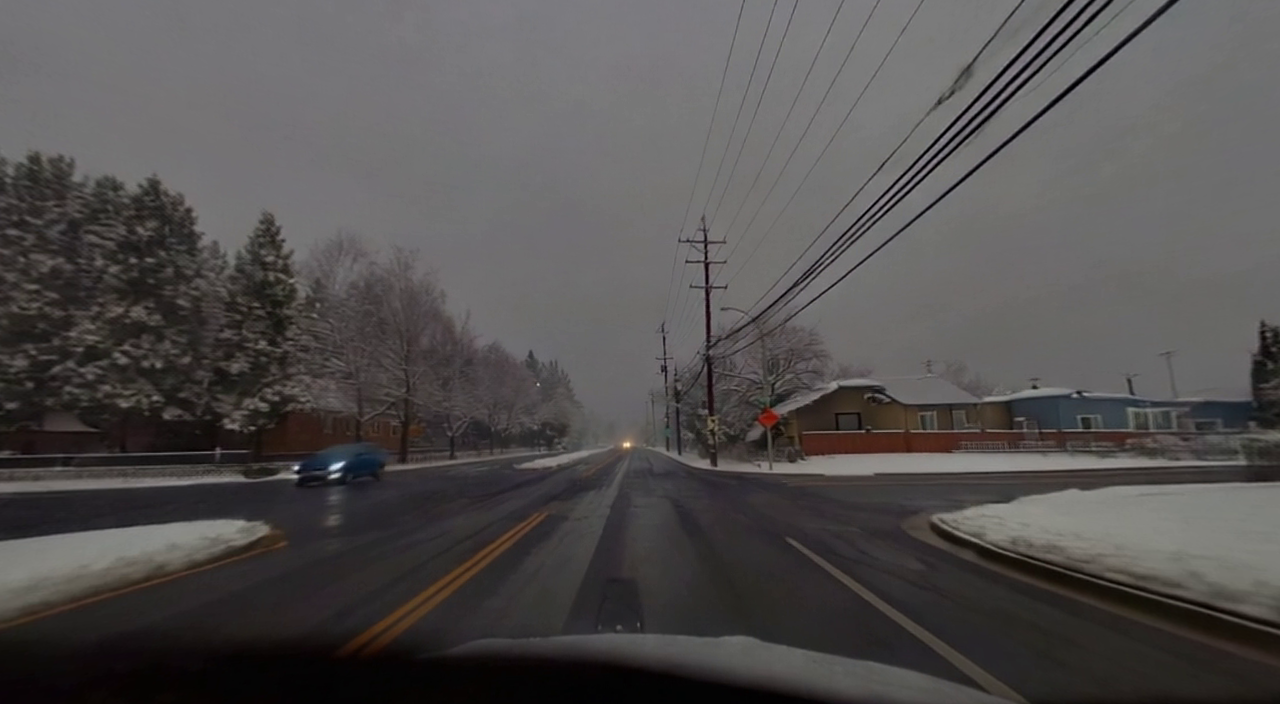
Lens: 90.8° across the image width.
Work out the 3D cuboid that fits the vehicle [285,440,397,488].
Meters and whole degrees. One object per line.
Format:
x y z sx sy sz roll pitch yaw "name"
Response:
-11.408 4.286 24.549 2.072 1.680 4.705 0 -9 -1 "vehicle"
